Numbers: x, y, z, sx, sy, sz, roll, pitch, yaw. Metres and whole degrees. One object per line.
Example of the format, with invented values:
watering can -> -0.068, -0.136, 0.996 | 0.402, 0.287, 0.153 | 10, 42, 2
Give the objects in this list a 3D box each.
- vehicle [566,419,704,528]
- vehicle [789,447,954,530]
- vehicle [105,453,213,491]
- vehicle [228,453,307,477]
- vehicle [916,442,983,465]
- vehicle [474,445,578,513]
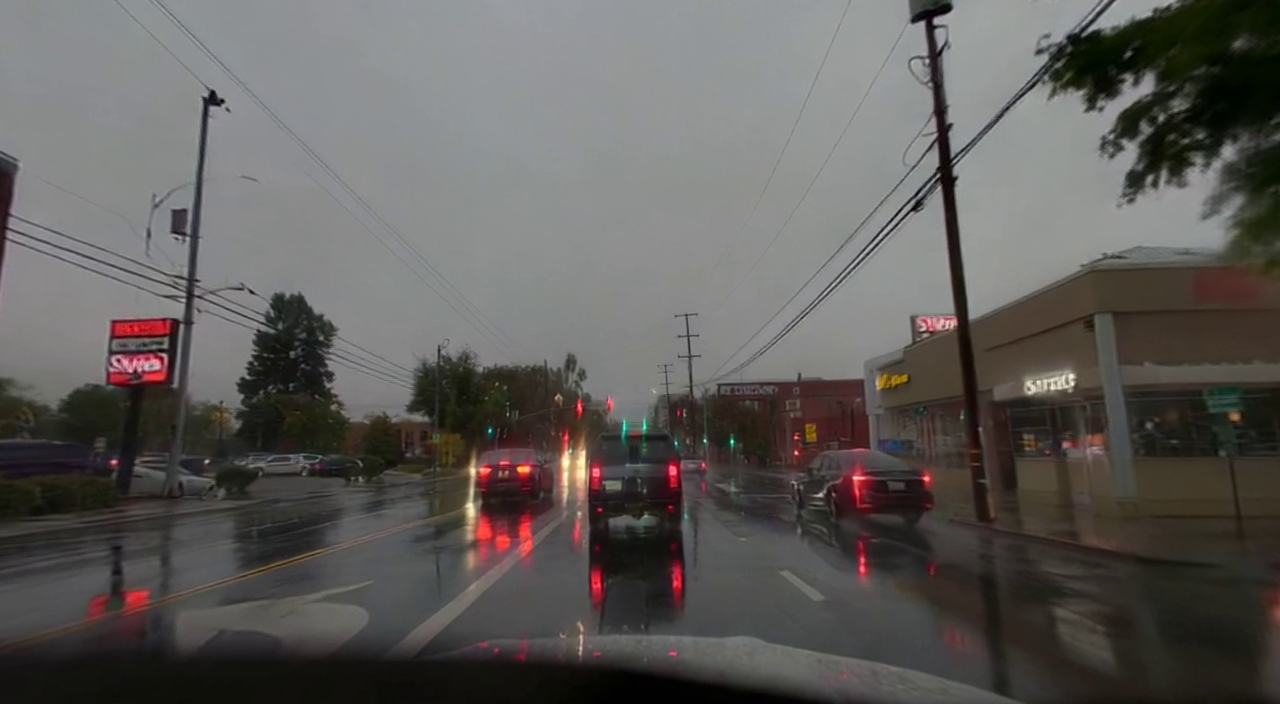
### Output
vehicle -> -0.108, 2.735, 14.845 | 2.638, 2.065, 5.313 | 0, -8, 0
vehicle -> 5.048, 3.008, 14.653 | 1.994, 1.545, 4.919 | 0, -8, 1
vehicle -> -26.283, 6.524, 34.739 | 2.123, 1.820, 5.136 | 0, -8, -4
vehicle -> -27.301, 8.280, 46.299 | 4.458, 1.608, 2.051 | -1, -8, 2
vehicle -> 21.517, 7.045, 43.973 | 1.889, 1.496, 4.092 | 2, -9, -15
vehicle -> -2.940, 3.361, 17.293 | 1.975, 1.570, 4.456 | 0, -8, 1
